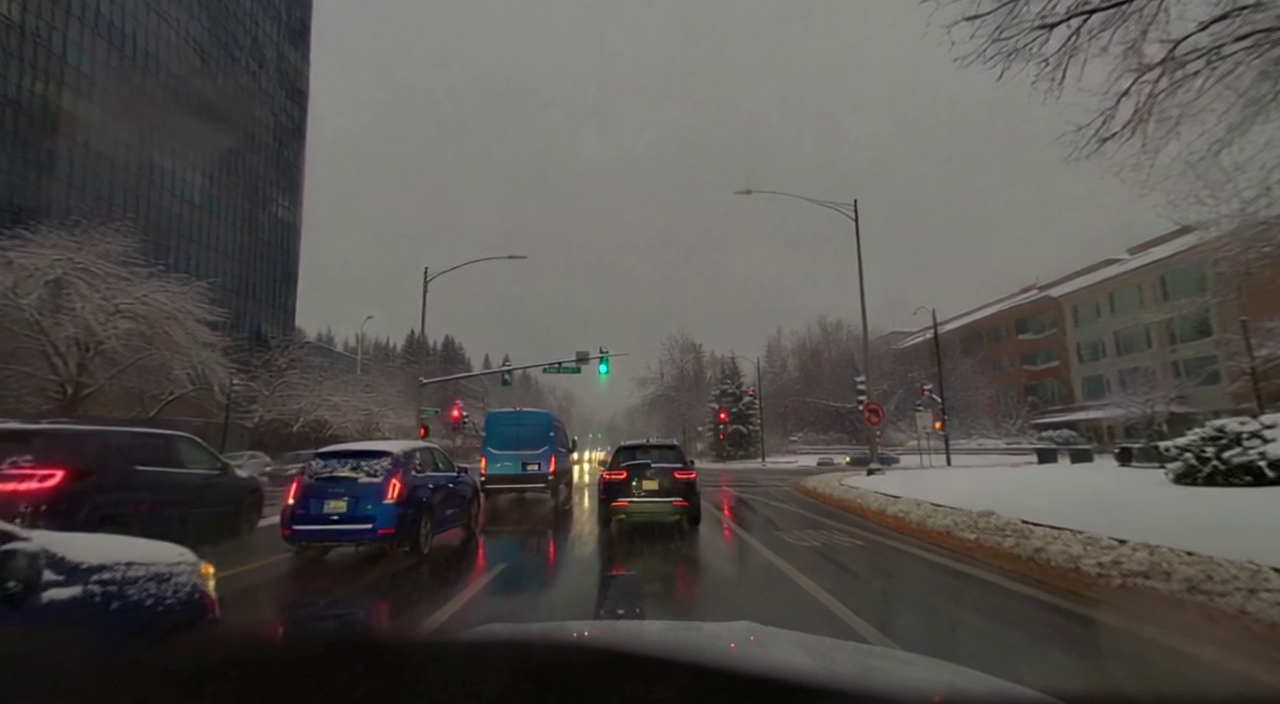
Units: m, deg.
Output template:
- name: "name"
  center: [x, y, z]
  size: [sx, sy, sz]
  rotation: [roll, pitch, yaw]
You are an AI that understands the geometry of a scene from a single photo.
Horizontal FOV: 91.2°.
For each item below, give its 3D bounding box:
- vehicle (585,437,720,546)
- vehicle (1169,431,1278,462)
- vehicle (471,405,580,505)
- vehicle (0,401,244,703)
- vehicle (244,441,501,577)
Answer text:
- name: "vehicle"
  center: [0.163, 2.336, 11.058]
  size: [1.979, 1.562, 3.630]
  rotation: [0, -9, 0]
- name: "vehicle"
  center: [28.604, 4.681, 30.895]
  size: [1.631, 1.416, 3.914]
  rotation: [-1, -9, 1]
- name: "vehicle"
  center: [-3.312, 3.186, 19.613]
  size: [2.343, 2.635, 5.684]
  rotation: [0, -9, 0]
- name: "vehicle"
  center: [-2.903, 0.783, 1.103]
  size: [1.893, 1.491, 3.798]
  rotation: [0, -9, 0]
- name: "vehicle"
  center: [-3.506, 2.116, 9.271]
  size: [1.955, 1.499, 4.223]
  rotation: [0, -9, 0]
